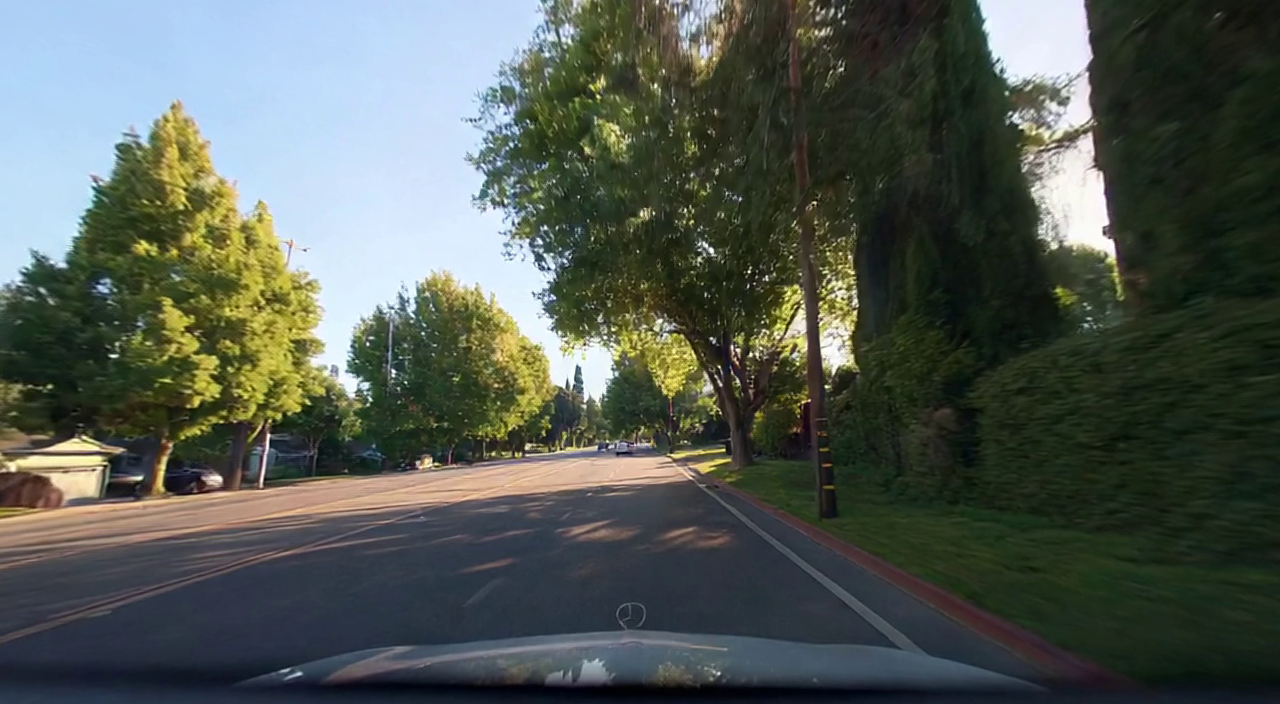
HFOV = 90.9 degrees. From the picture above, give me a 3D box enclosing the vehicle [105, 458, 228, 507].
[{"bbox_3d":[-20.607,5.663,27.723,1.893,1.823,4.450,0,-8,0],"label":"vehicle"}]
